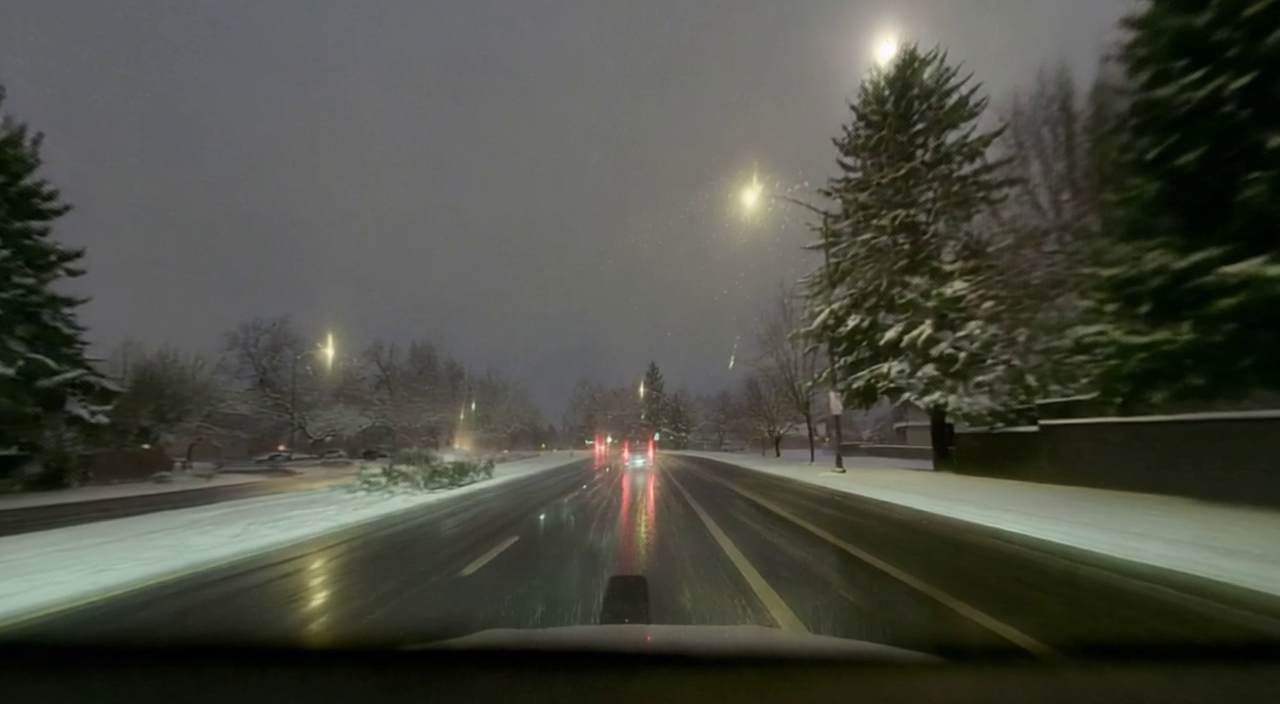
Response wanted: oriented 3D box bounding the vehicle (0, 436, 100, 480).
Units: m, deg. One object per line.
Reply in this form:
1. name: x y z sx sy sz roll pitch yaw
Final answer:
1. vehicle: -46.305 8.089 47.996 7.398 2.926 2.814 2 -7 -33

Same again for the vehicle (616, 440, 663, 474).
1. vehicle: -0.002 4.834 29.327 2.009 1.456 4.003 0 -8 0
